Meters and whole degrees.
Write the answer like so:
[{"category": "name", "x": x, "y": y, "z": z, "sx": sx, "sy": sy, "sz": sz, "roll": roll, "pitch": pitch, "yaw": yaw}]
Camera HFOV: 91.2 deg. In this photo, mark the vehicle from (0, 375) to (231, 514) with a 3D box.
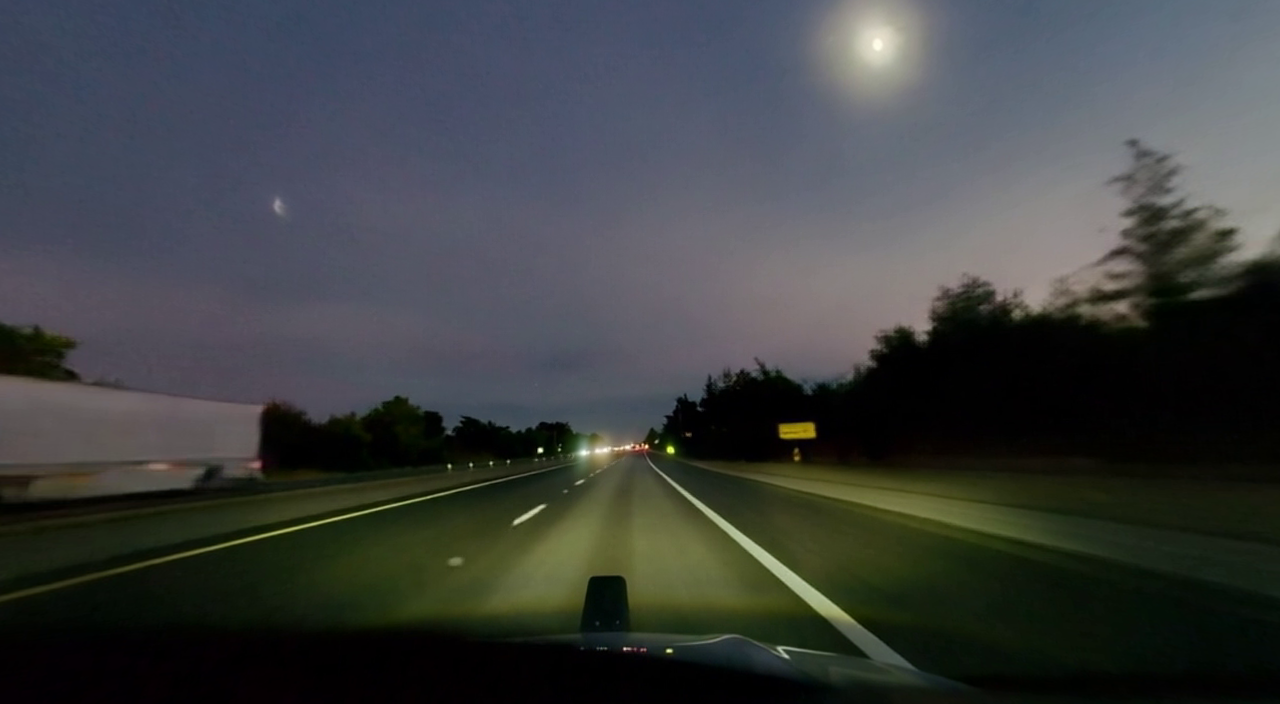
[{"category": "vehicle", "x": -19.667, "y": 3.218, "z": 21.463, "sx": 2.862, "sy": 3.895, "sz": 12.778, "roll": 0, "pitch": -9, "yaw": -1}]
